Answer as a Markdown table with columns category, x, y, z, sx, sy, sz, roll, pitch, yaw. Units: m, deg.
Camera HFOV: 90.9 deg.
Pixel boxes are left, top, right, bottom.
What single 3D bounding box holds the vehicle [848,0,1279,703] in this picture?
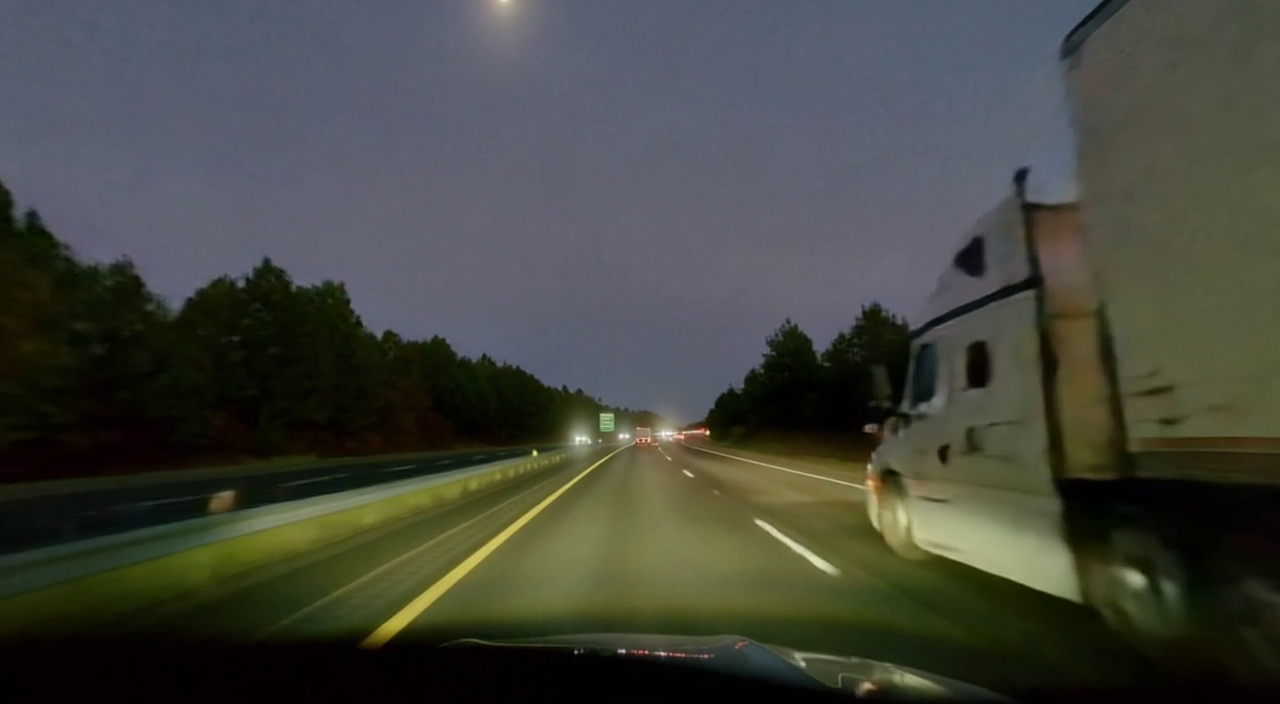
| category | x | y | z | sx | sy | sz | roll | pitch | yaw |
| --- | --- | --- | --- | --- | --- | --- | --- | --- | --- |
| vehicle | 4.159 | 0.012 | 4.783 | 2.982 | 3.909 | 5.794 | 0 | -7 | -1 |
